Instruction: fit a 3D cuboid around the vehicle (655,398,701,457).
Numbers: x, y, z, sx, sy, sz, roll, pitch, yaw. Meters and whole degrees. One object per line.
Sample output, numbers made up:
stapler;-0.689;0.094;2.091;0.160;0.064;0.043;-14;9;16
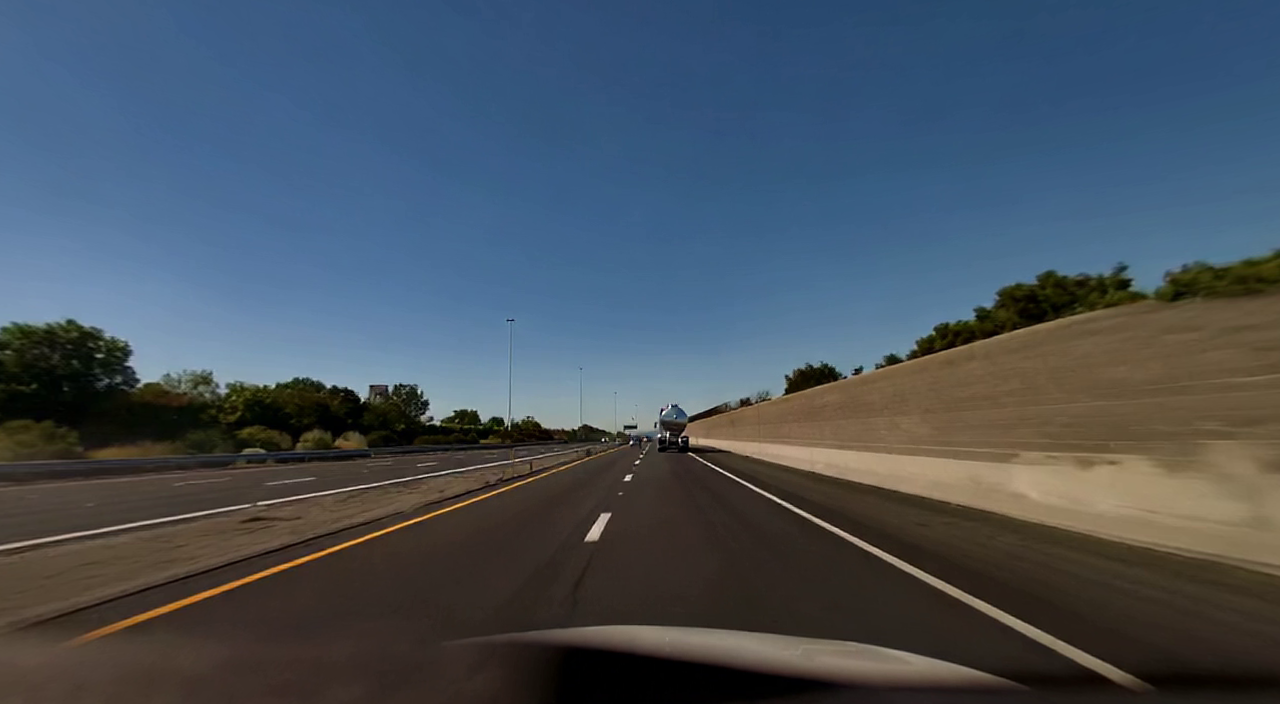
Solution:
vehicle;2.563;5.625;46.255;2.946;3.745;11.516;0;-8;1
